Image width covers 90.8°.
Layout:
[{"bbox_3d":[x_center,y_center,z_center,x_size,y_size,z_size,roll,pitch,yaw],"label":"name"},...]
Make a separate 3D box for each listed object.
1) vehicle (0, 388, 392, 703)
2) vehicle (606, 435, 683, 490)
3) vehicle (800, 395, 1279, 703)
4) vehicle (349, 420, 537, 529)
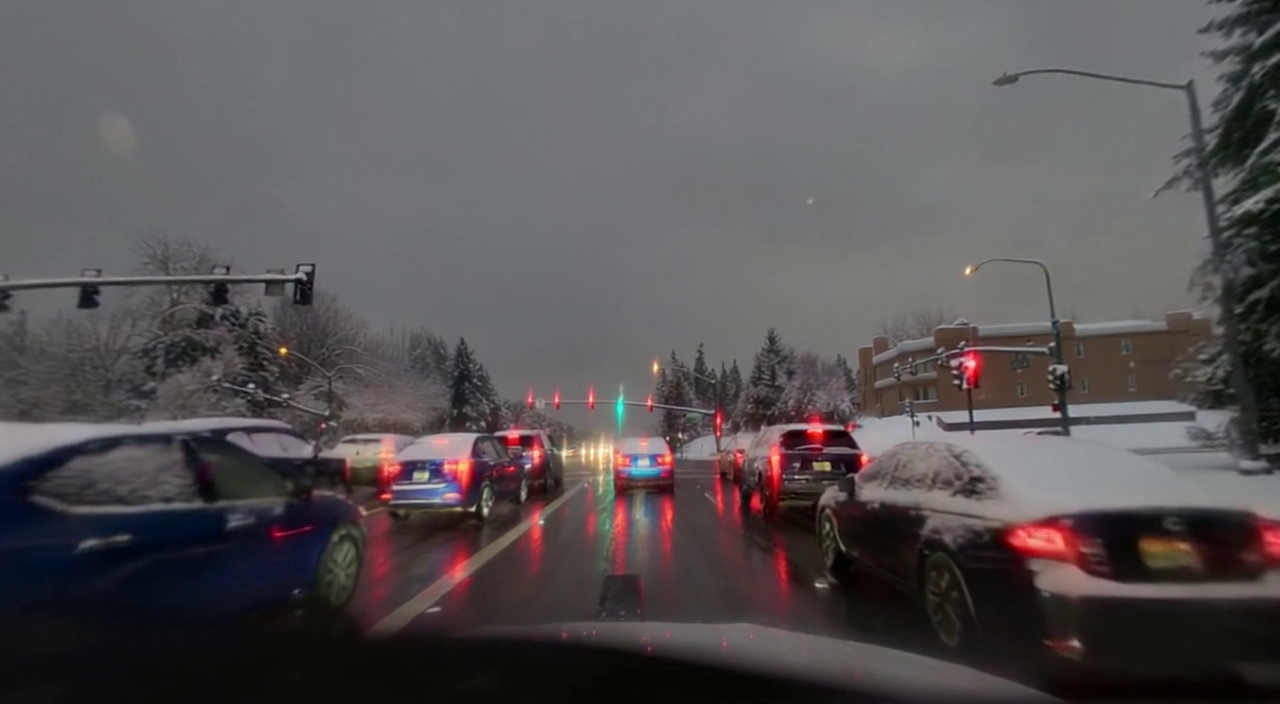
[{"bbox_3d":[-3.259,1.034,3.232,2.139,1.478,4.510,0,-9,0],"label":"vehicle"},{"bbox_3d":[0.081,3.330,19.315,2.114,1.482,4.056,0,-9,-1],"label":"vehicle"},{"bbox_3d":[2.822,1.256,4.871,2.002,1.474,4.528,0,-9,0],"label":"vehicle"},{"bbox_3d":[-3.384,2.212,11.967,2.034,1.655,4.465,0,-9,1],"label":"vehicle"}]
